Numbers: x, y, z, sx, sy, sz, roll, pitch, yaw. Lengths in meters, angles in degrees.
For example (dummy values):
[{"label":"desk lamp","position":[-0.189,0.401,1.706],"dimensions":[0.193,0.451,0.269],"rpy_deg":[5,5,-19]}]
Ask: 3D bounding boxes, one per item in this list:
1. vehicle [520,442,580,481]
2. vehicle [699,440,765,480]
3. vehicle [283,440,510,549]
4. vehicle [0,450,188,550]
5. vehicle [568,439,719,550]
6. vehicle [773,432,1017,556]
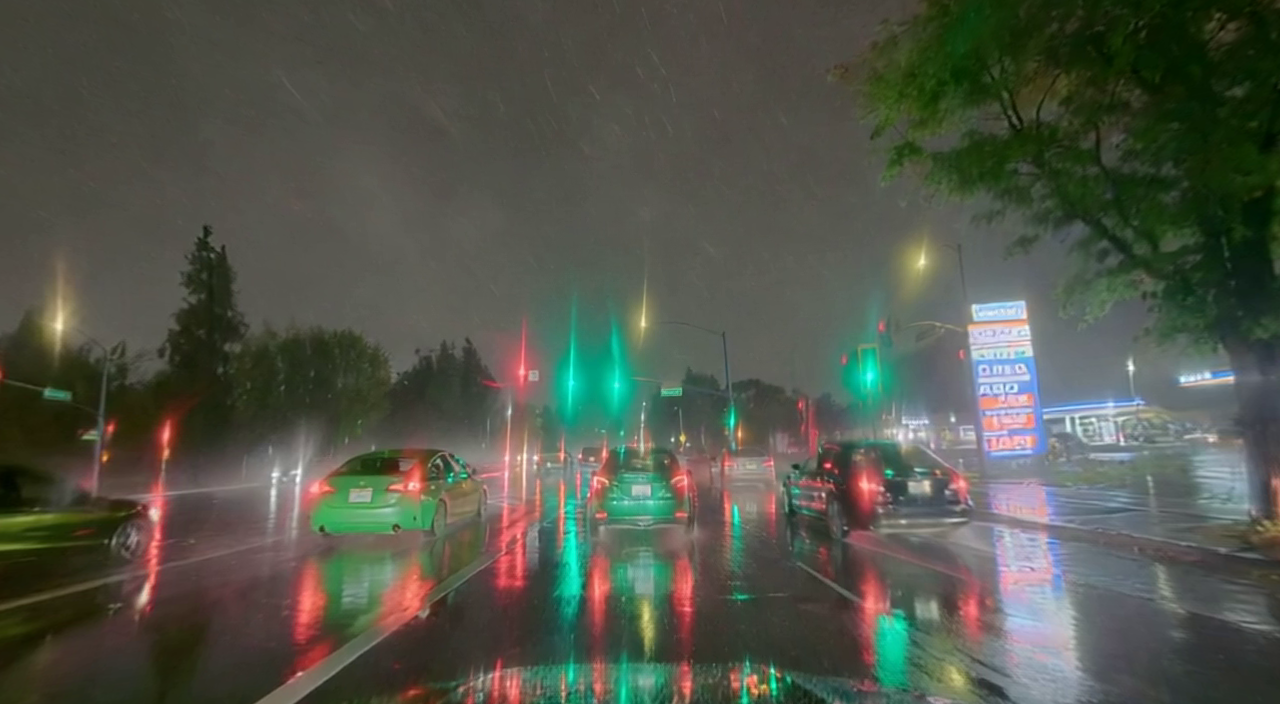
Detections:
[{"label":"vehicle","position":[-3.790,4.694,27.323],"dimensions":[1.896,1.501,4.390],"rpy_deg":[0,-8,1]},{"label":"vehicle","position":[3.670,4.387,25.932],"dimensions":[1.942,1.482,4.623],"rpy_deg":[0,-8,-1]},{"label":"vehicle","position":[-3.739,2.249,10.746],"dimensions":[1.995,1.436,4.500],"rpy_deg":[0,-8,1]},{"label":"vehicle","position":[-10.543,2.460,10.968],"dimensions":[1.964,1.460,4.428],"rpy_deg":[0,-8,1]},{"label":"vehicle","position":[-0.005,2.174,10.337],"dimensions":[1.994,1.433,3.894],"rpy_deg":[0,-8,-2]},{"label":"vehicle","position":[3.589,2.068,9.999],"dimensions":[1.920,1.479,4.548],"rpy_deg":[0,-8,-1]}]
